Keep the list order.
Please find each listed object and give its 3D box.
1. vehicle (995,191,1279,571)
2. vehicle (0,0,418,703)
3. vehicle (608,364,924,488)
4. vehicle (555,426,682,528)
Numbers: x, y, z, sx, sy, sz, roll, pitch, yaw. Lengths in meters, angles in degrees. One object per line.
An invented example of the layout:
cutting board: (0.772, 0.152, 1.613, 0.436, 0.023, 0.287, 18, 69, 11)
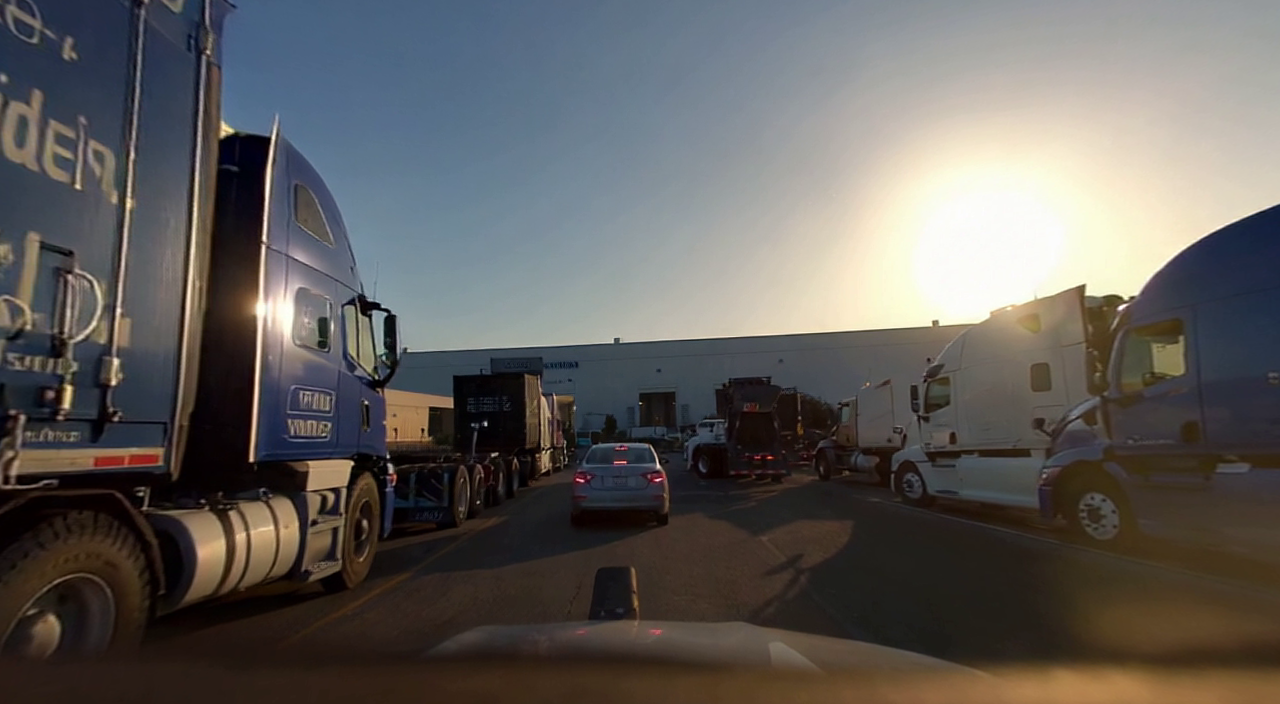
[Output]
vehicle: (11.153, -0.041, 5.242, 13.564, 4.152, 3.110, -9, -12, 42)
vehicle: (-3.967, 0.147, 2.576, 2.986, 3.391, 9.523, 0, -9, -2)
vehicle: (4.276, 3.334, 27.231, 2.877, 4.124, 14.516, 4, -9, -41)
vehicle: (-0.379, 2.410, 12.604, 2.140, 1.682, 3.971, 0, -9, 0)
